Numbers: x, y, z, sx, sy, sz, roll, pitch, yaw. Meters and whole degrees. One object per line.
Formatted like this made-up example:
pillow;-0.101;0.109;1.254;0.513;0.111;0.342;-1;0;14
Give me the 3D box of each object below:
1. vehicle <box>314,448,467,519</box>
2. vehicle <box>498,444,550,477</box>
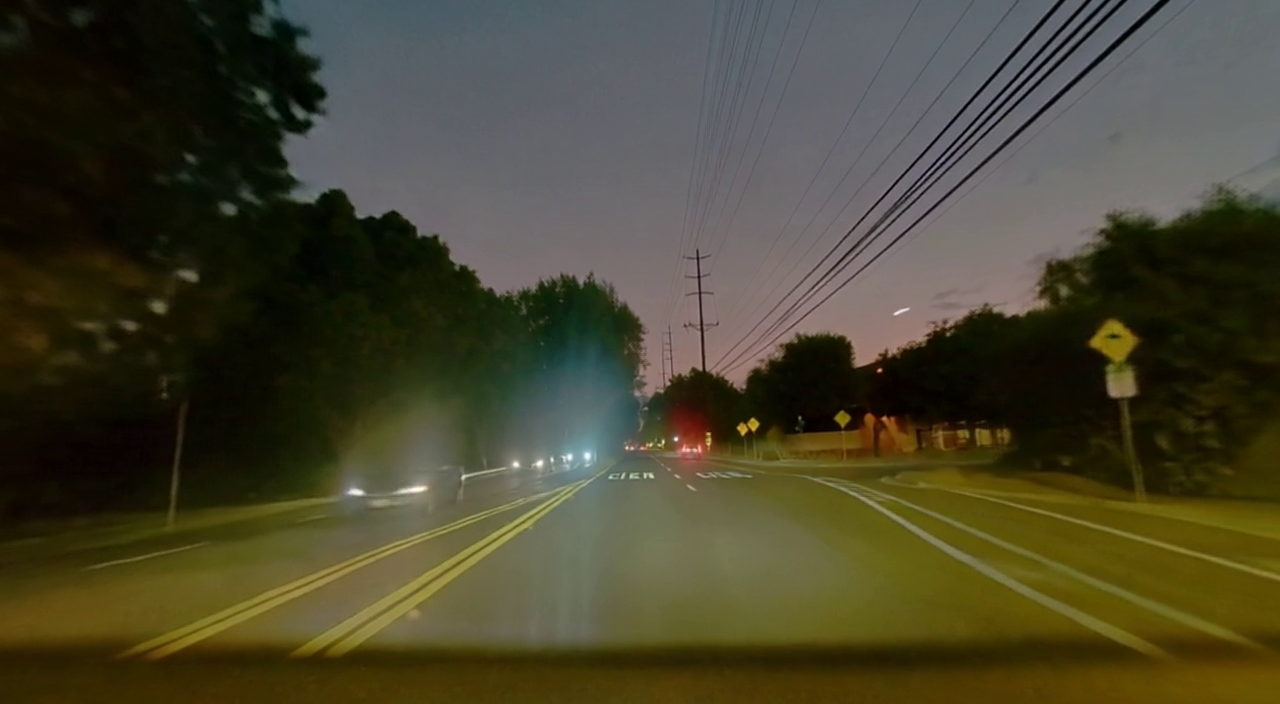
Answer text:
vehicle;-5.971;3.173;15.855;2.043;1.484;4.532;0;-9;-1
vehicle;-6.545;6.183;36.231;2.157;1.711;4.460;0;-9;-1
